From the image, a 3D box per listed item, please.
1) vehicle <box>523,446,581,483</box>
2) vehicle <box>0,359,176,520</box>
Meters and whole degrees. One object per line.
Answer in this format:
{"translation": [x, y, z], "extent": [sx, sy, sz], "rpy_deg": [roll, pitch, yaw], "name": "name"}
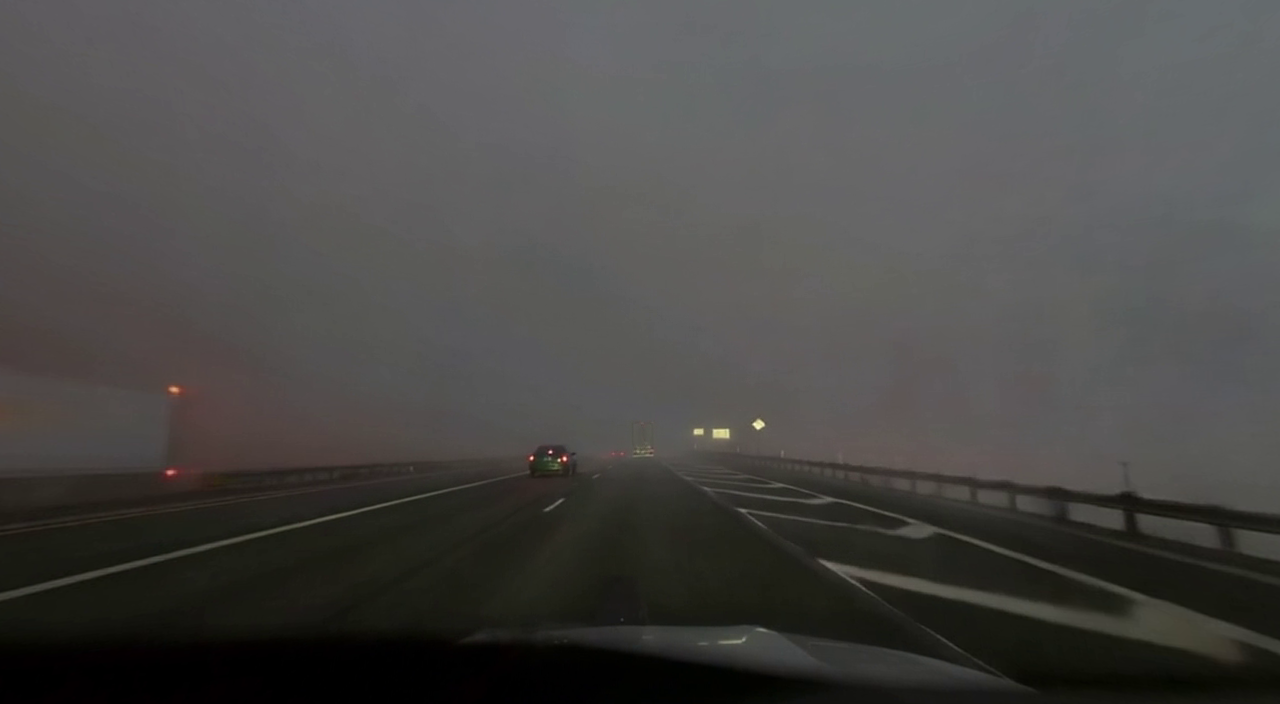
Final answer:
{"translation": [-3.733, 4.860, 27.535], "extent": [1.886, 1.465, 4.119], "rpy_deg": [0, -9, 1], "name": "vehicle"}
{"translation": [-17.487, 2.467, 17.425], "extent": [2.916, 3.983, 8.272], "rpy_deg": [0, -9, 0], "name": "vehicle"}
